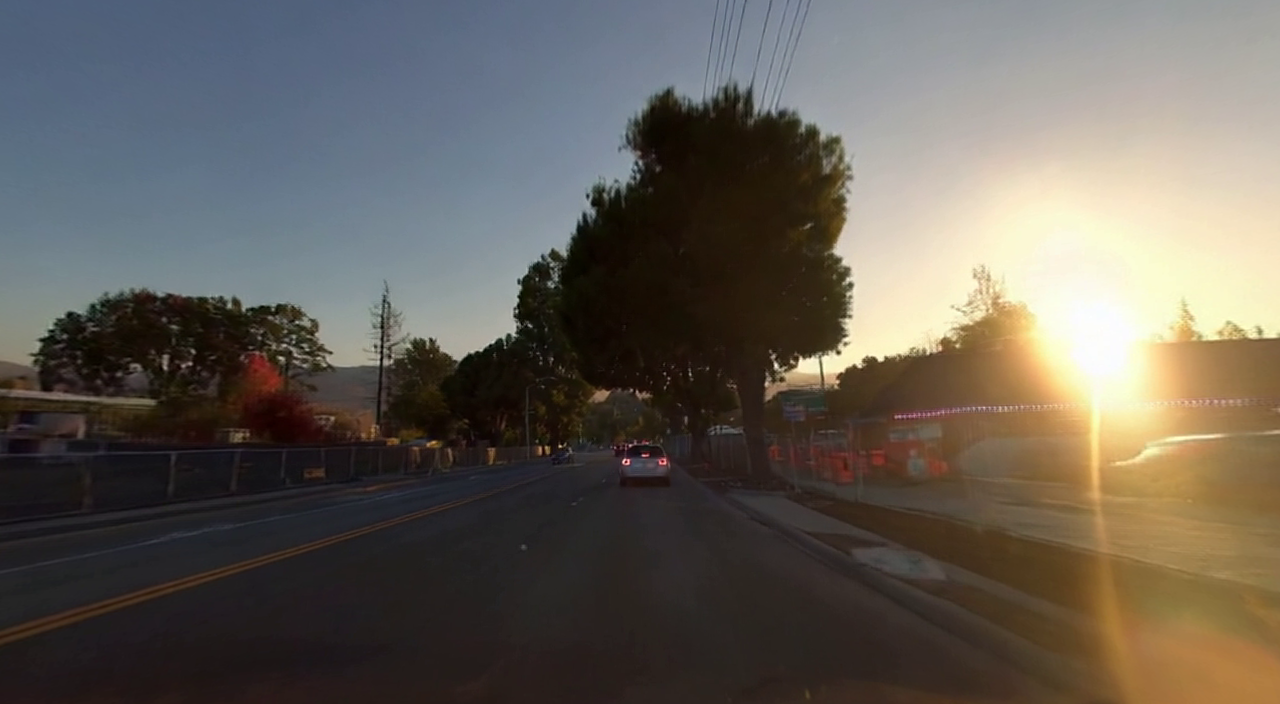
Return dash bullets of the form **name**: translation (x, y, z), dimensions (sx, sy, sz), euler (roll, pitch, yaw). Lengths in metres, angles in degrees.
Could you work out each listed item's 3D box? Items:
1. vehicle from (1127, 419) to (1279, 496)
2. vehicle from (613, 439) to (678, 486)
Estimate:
- **vehicle**: translation (14.014, 2.394, 14.612), dimensions (1.841, 1.563, 4.335), euler (-1, -8, 0)
- **vehicle**: translation (0.168, 3.952, 22.759), dimensions (2.144, 1.514, 4.063), euler (-1, -8, 0)
